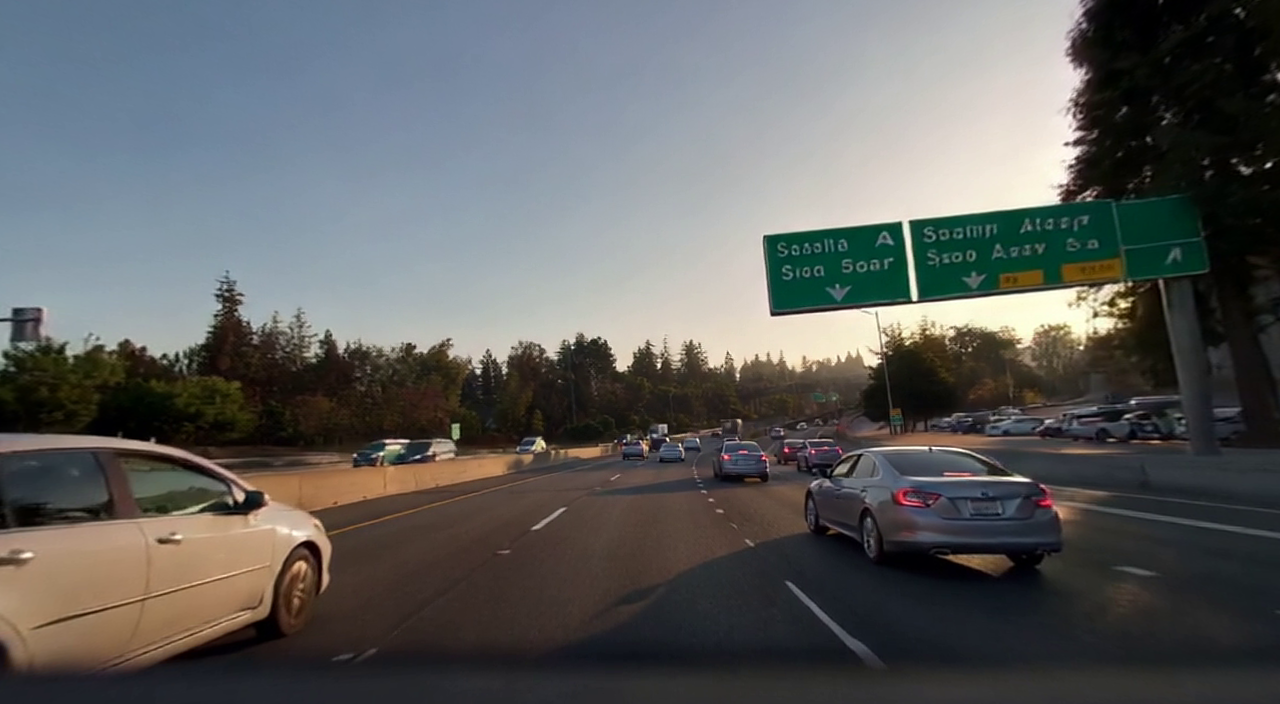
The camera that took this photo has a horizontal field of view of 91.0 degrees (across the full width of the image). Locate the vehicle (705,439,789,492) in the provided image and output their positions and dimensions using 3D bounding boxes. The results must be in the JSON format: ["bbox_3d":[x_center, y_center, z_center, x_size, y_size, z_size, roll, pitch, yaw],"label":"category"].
[{"bbox_3d":[3.292,3.612,20.309,2.009,1.489,4.559,0,-9,2],"label":"vehicle"}]

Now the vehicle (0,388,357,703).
[{"bbox_3d":[-3.218,0.977,2.620,1.937,1.558,4.469,0,-9,1],"label":"vehicle"}]

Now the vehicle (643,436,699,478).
[{"bbox_3d":[1.344,4.461,26.883,2.201,1.614,3.803,-1,-9,4],"label":"vehicle"}]

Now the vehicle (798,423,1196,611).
[{"bbox_3d":[3.463,1.697,7.468,2.014,1.489,4.696,0,-9,1],"label":"vehicle"}]

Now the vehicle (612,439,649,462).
[{"bbox_3d":[-0.622,7.049,45.140,2.059,1.516,4.236,-1,-9,7],"label":"vehicle"}]

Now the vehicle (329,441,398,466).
[{"bbox_3d":[-20.806,7.683,47.688,2.328,1.767,5.383,-1,-9,6],"label":"vehicle"}]
